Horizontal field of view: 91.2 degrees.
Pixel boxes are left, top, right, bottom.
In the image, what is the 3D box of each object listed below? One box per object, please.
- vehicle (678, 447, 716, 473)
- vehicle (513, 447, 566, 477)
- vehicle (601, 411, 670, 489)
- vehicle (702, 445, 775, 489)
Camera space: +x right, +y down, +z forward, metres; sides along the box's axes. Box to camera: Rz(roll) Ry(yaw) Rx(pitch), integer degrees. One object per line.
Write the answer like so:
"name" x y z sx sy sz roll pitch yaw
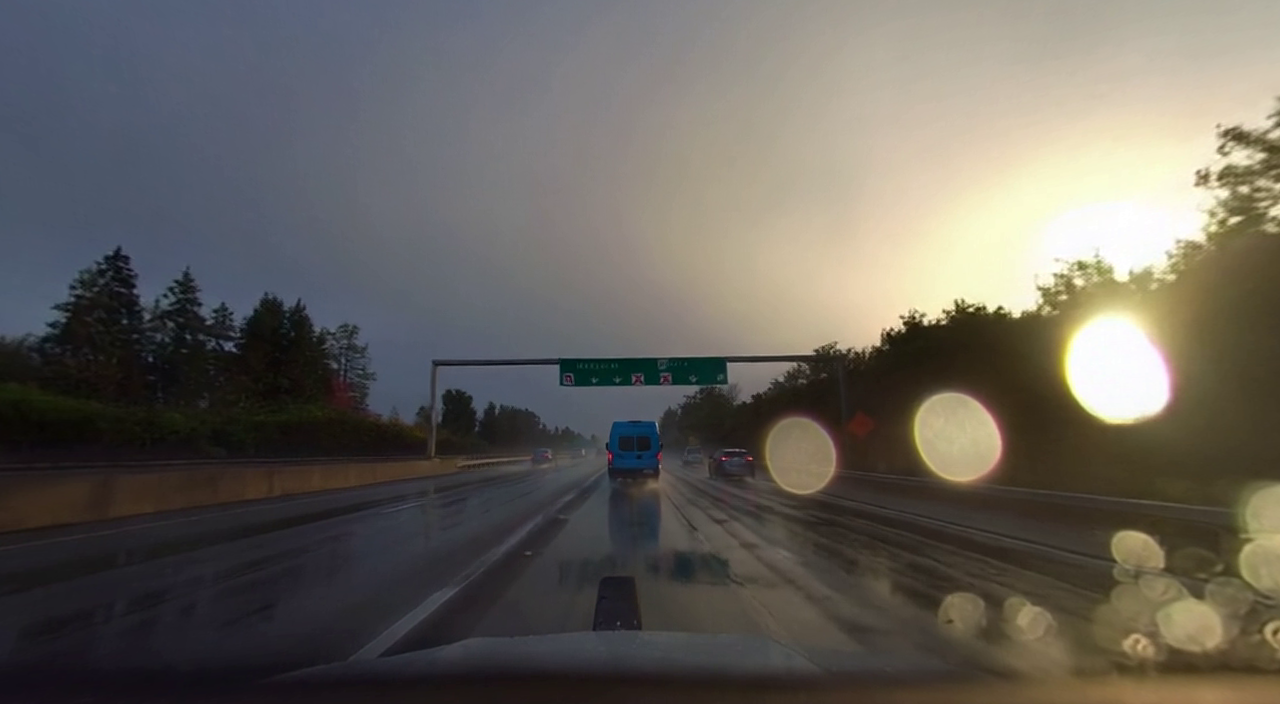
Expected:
"vehicle" 3.447 6.659 38.870 1.978 1.510 4.462 0 -9 1
"vehicle" -5.293 5.856 33.604 2.003 1.498 4.386 -1 -9 1
"vehicle" -0.194 3.655 23.475 2.268 2.551 5.144 0 -9 -1
"vehicle" 3.700 4.419 24.454 2.015 1.491 4.732 0 -9 -1
